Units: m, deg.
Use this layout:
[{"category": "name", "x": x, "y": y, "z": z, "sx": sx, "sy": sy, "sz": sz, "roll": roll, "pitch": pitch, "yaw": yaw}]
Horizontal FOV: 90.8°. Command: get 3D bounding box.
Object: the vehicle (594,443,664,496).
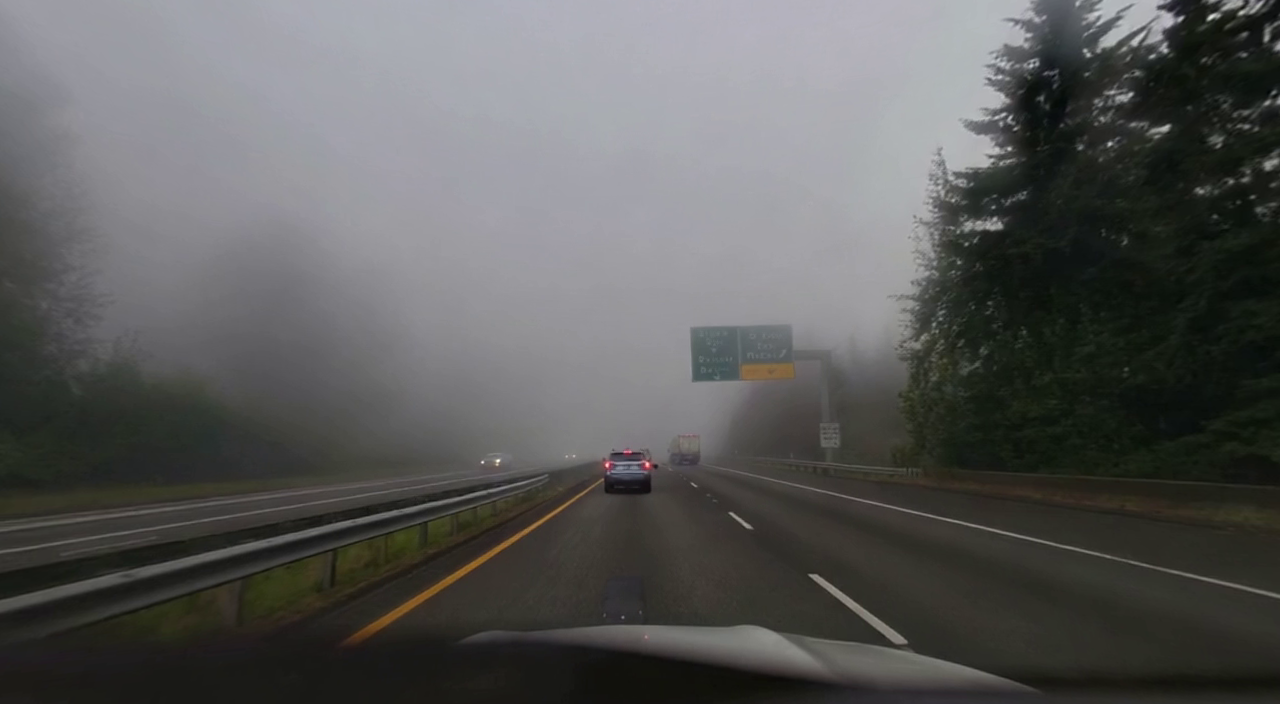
[{"category": "vehicle", "x": -0.293, "y": 3.657, "z": 19.991, "sx": 2.003, "sy": 1.490, "sz": 3.636, "roll": 0, "pitch": -9, "yaw": 1}]
